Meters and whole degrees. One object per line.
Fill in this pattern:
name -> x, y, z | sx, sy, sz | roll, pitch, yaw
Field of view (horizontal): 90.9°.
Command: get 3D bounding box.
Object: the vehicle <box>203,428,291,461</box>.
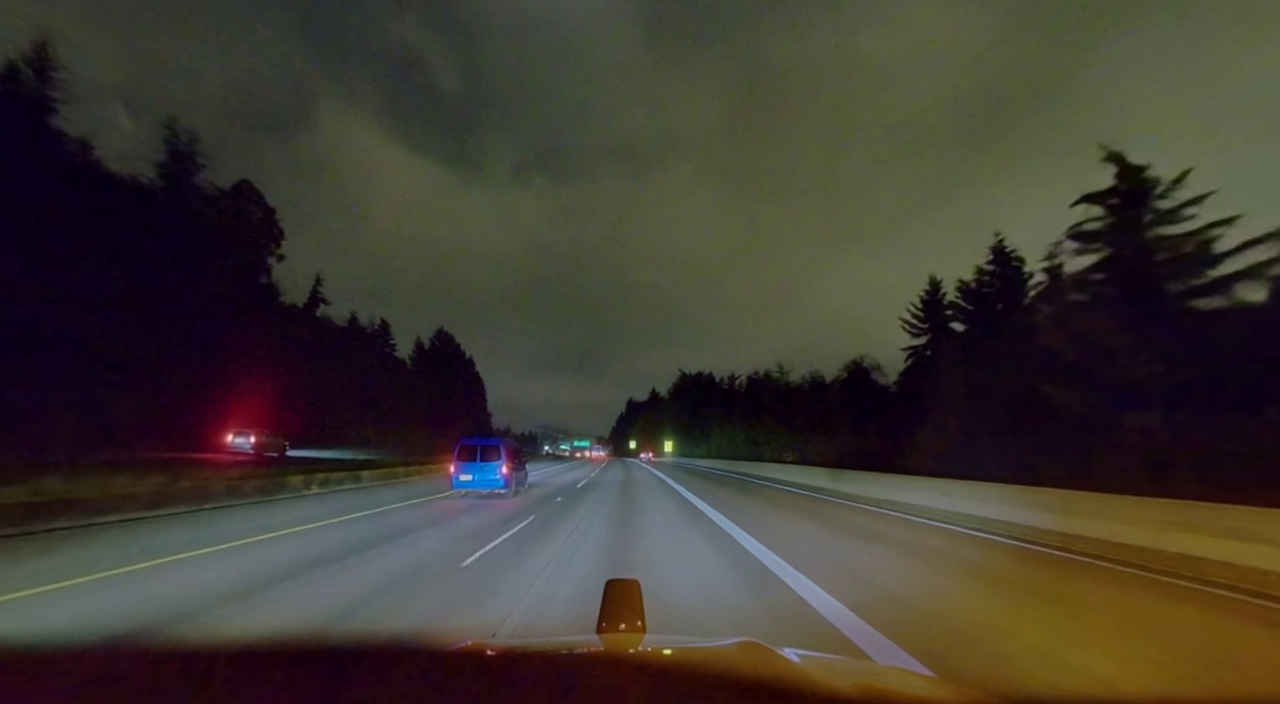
vehicle -> -18.672, 4.436, 30.141 | 1.879, 1.492, 3.607 | 0, -9, 0

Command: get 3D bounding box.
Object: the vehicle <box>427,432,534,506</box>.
vehicle -> -4.320, 3.241, 17.831 | 1.971, 1.795, 4.389 | 0, -9, -1
